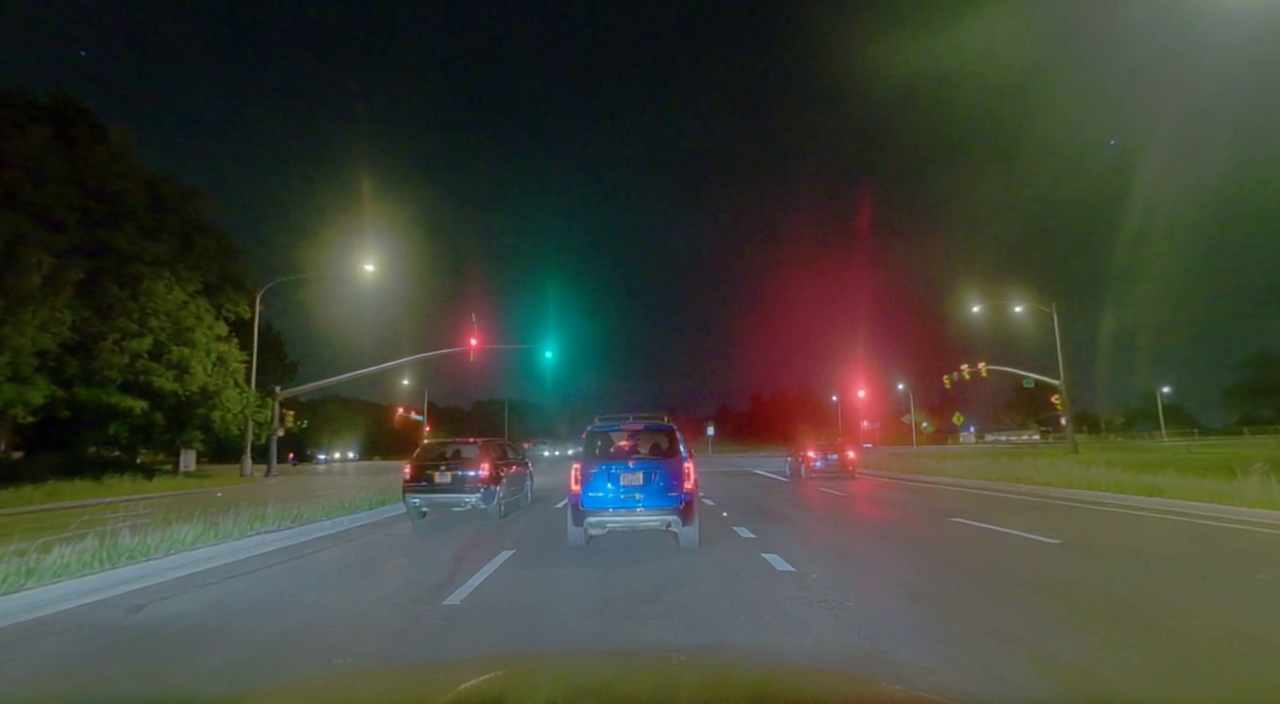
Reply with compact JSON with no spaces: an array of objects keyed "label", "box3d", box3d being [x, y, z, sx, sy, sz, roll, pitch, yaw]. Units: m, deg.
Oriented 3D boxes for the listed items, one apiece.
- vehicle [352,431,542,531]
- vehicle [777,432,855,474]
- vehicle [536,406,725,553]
[{"label":"vehicle","box3d":[-3.366,2.366,12.304,2.061,1.504,5.142,0,-8,0]},{"label":"vehicle","box3d":[8.025,4.661,29.261,2.166,1.761,4.692,0,-8,-2]},{"label":"vehicle","box3d":[-0.106,1.861,9.837,2.298,1.770,4.138,0,-8,0]}]
